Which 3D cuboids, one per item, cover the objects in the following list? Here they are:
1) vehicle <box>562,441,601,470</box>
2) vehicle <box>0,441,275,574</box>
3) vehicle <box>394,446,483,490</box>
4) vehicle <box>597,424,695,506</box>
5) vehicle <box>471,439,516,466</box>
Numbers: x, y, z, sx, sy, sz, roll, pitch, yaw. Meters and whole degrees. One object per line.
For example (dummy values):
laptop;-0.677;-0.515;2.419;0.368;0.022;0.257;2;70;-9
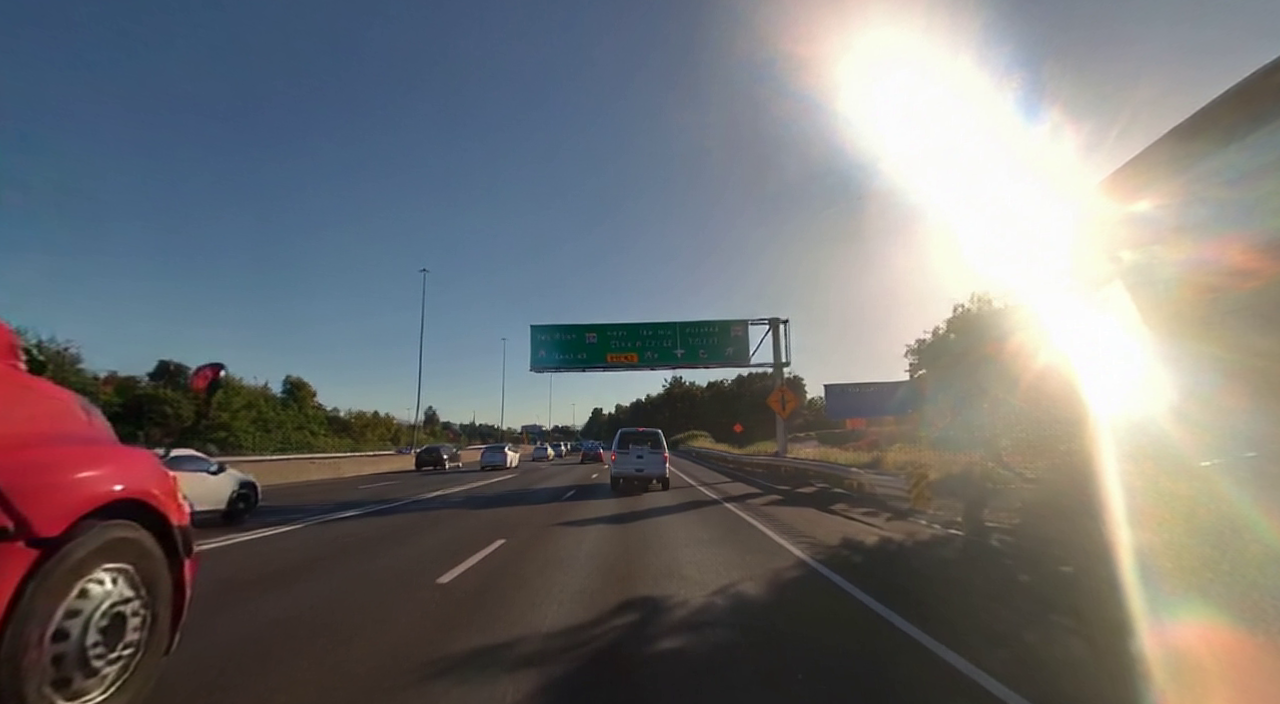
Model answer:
vehicle;-3.475;6.225;38.193;1.952;1.649;4.131;0;-9;1
vehicle;-7.548;2.053;9.184;1.864;1.458;4.295;0;-9;0
vehicle;-7.314;4.238;23.380;1.869;1.466;4.217;0;-9;1
vehicle;0.132;2.780;15.887;2.152;1.779;3.924;0;-9;0
vehicle;-11.288;7.795;49.105;2.157;1.941;5.544;0;-9;0
